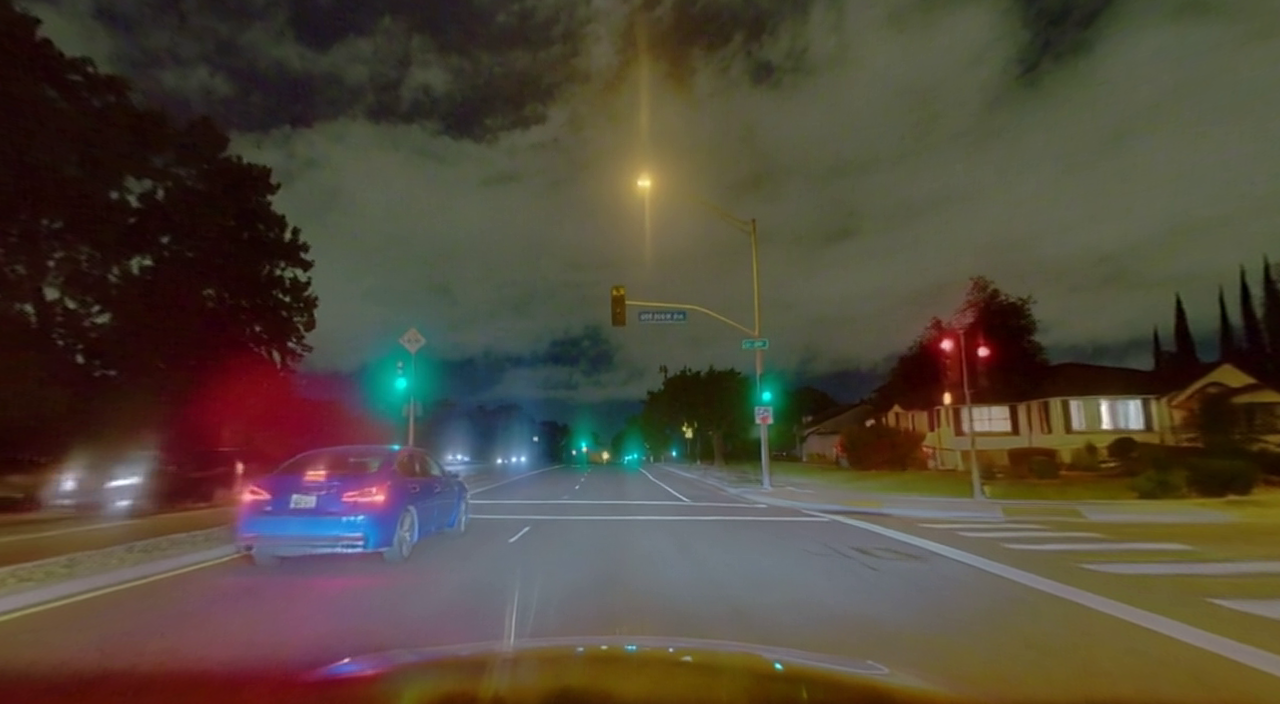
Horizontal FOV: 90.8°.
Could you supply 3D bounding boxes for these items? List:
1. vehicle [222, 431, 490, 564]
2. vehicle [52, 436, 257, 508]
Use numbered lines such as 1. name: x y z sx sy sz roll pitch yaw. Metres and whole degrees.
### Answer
1. vehicle: -3.803 2.001 9.569 1.980 1.508 4.502 0 -8 0
2. vehicle: -13.742 3.388 18.441 2.115 1.794 4.961 0 -8 -2
